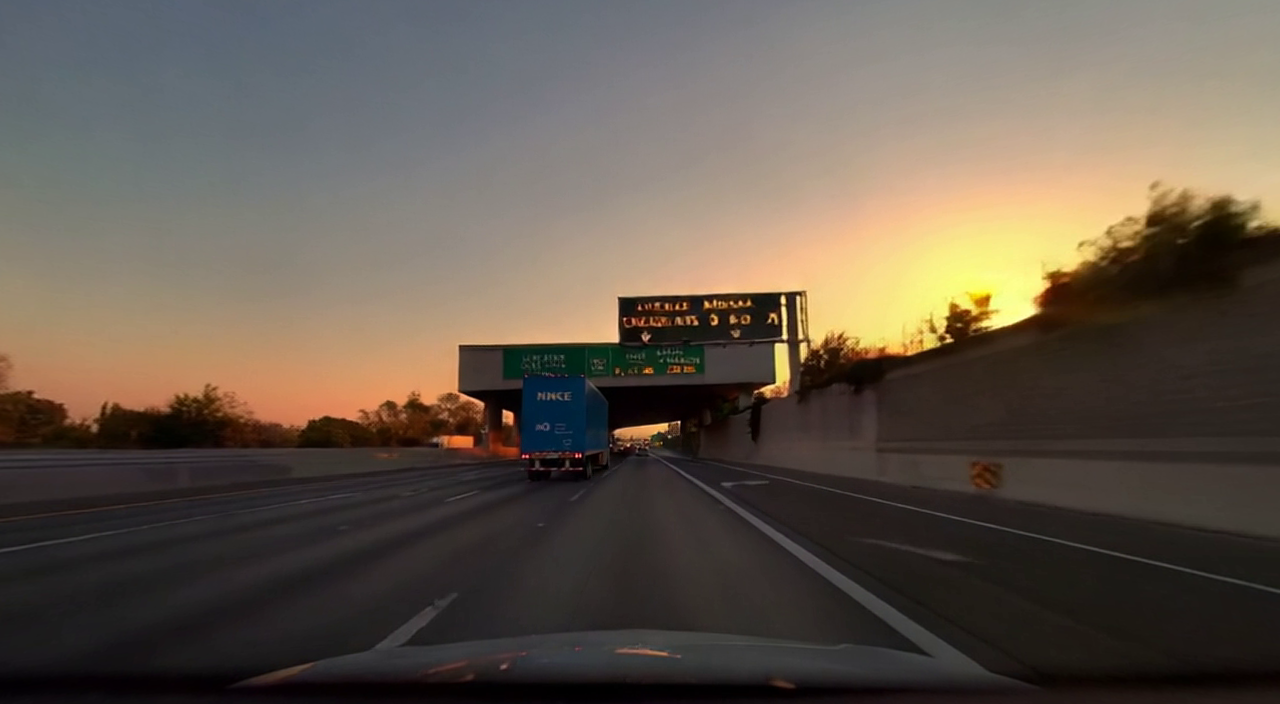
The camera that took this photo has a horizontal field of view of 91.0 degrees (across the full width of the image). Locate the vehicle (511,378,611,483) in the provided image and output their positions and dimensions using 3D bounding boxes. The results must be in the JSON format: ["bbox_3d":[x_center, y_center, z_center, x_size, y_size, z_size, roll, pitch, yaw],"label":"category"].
[{"bbox_3d":[-3.206,3.792,29.314,3.059,3.956,11.036,0,-9,1],"label":"vehicle"}]
